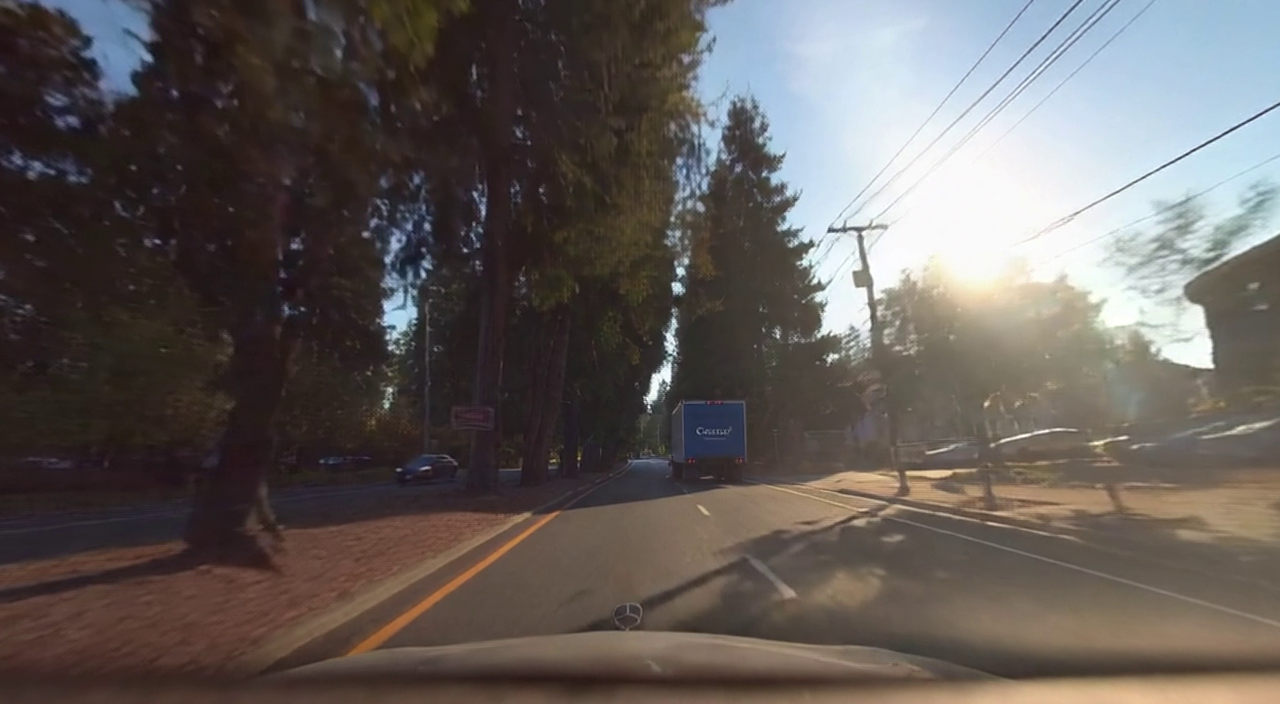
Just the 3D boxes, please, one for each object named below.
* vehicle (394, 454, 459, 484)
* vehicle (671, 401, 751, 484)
[{"bbox_3d":[-12.071,6.615,35.809,1.950,1.501,4.807,0,-9,1],"label":"vehicle"},{"bbox_3d":[3.507,4.887,33.714,2.973,3.848,9.336,0,-9,-1],"label":"vehicle"}]
